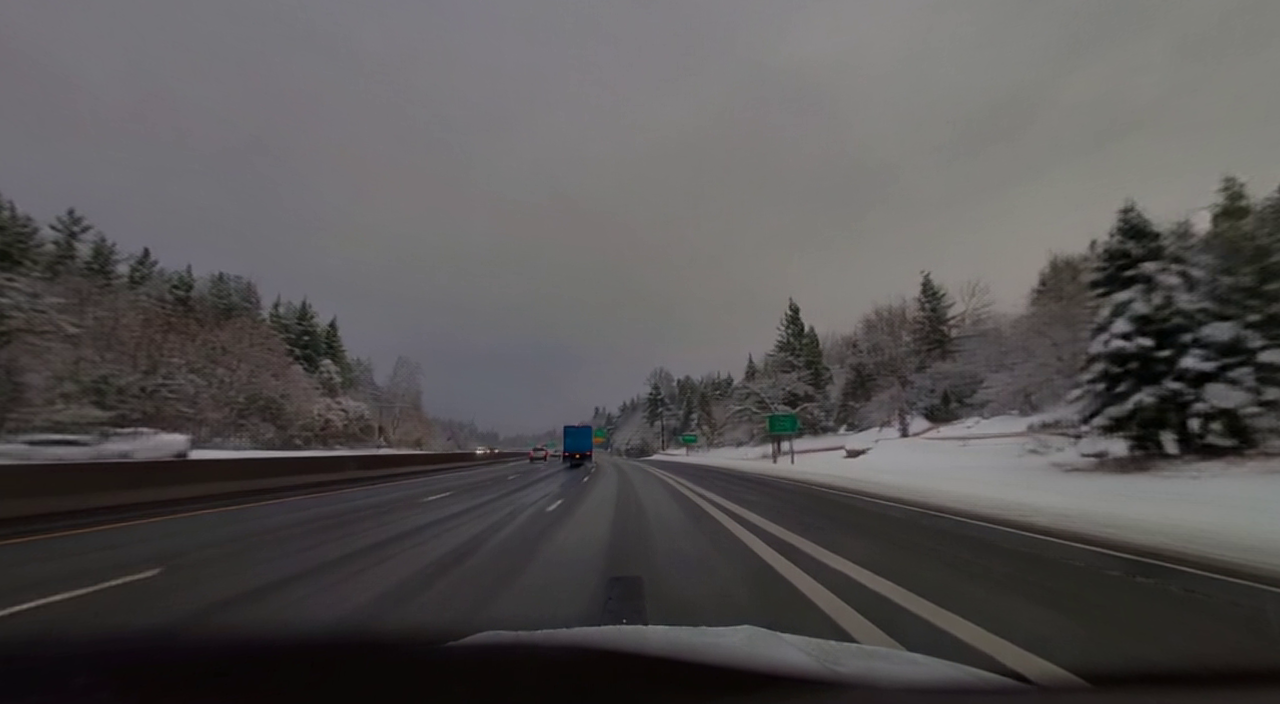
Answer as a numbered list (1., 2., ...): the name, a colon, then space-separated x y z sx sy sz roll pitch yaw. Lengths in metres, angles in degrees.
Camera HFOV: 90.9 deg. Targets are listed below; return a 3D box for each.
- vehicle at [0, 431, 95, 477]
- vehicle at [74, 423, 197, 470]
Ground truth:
1. vehicle: -26.033 4.274 26.466 2.037 1.780 4.913 0 -8 -3
2. vehicle: -26.274 4.957 33.125 2.466 2.214 4.830 0 -8 -2
